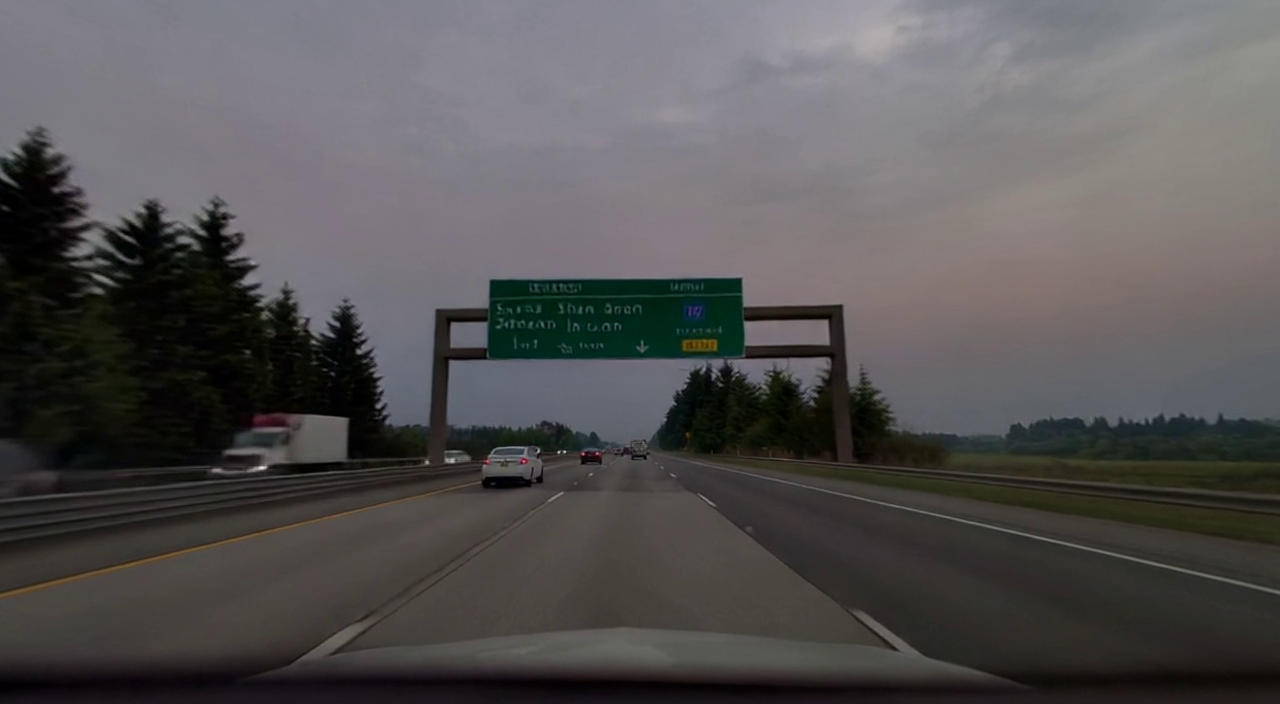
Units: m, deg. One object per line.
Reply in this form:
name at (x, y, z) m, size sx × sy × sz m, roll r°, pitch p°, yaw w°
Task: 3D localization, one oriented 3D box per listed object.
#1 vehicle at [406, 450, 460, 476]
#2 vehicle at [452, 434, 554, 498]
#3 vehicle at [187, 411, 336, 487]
vehicle at (-12.790, 6.863, 38.977) m, size 1.864 × 1.503 × 4.389 m, roll 0°, pitch -9°, yaw 0°
vehicle at (-3.992, 3.411, 19.094) m, size 2.151 × 1.693 × 4.201 m, roll 0°, pitch -9°, yaw 0°
vehicle at (-17.321, 4.516, 29.410) m, size 2.523 × 3.082 × 6.976 m, roll -1°, pitch -9°, yaw 1°
